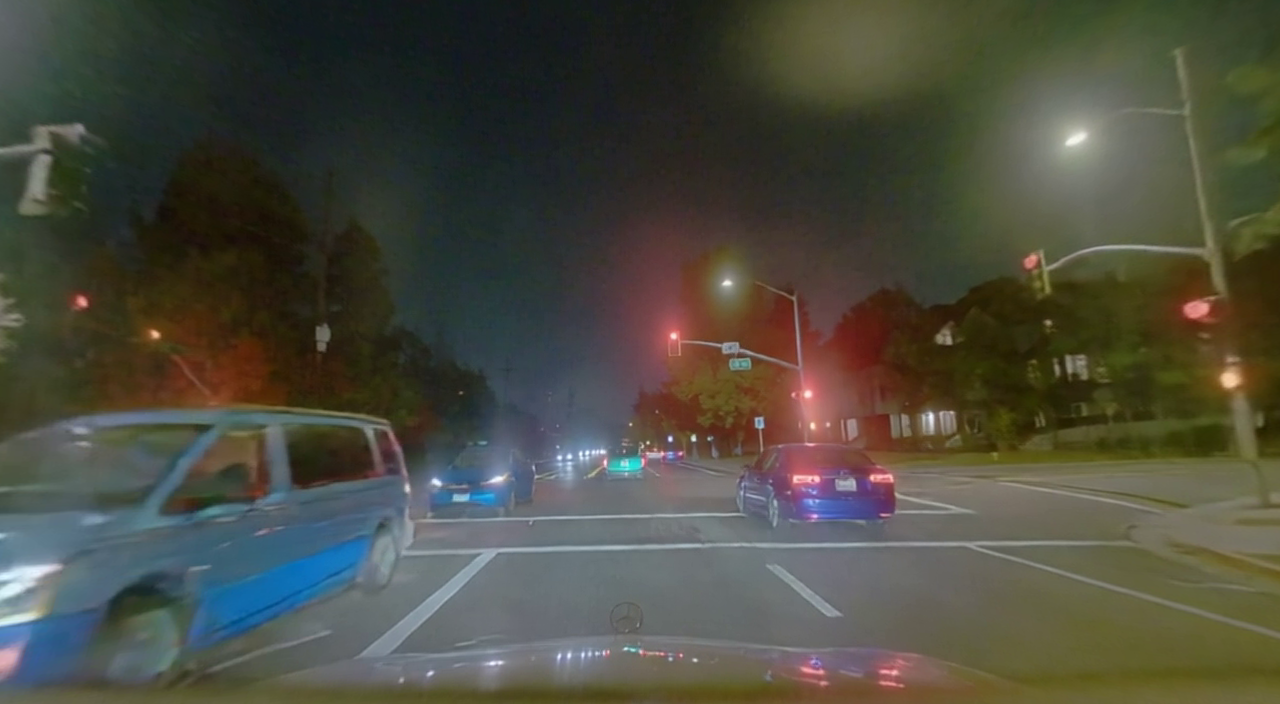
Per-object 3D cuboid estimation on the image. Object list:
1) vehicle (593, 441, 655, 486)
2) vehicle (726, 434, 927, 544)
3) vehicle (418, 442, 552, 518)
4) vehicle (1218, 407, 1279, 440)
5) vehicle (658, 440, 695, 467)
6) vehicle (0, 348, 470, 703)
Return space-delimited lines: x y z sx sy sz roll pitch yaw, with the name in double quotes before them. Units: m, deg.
"vehicle" -0.613 4.091 23.515 2.114 1.483 4.207 0 -8 -2
"vehicle" 2.811 2.169 10.753 1.973 1.447 4.402 0 -8 -2
"vehicle" -3.368 2.854 14.769 2.096 1.472 4.618 0 -8 -2
"vehicle" 33.521 3.874 33.680 1.891 1.644 3.671 0 -8 1
"vehicle" 2.657 7.562 47.287 2.187 1.847 4.553 0 -8 -3
"vehicle" -3.152 1.248 5.243 2.083 1.741 5.530 0 -8 -1
